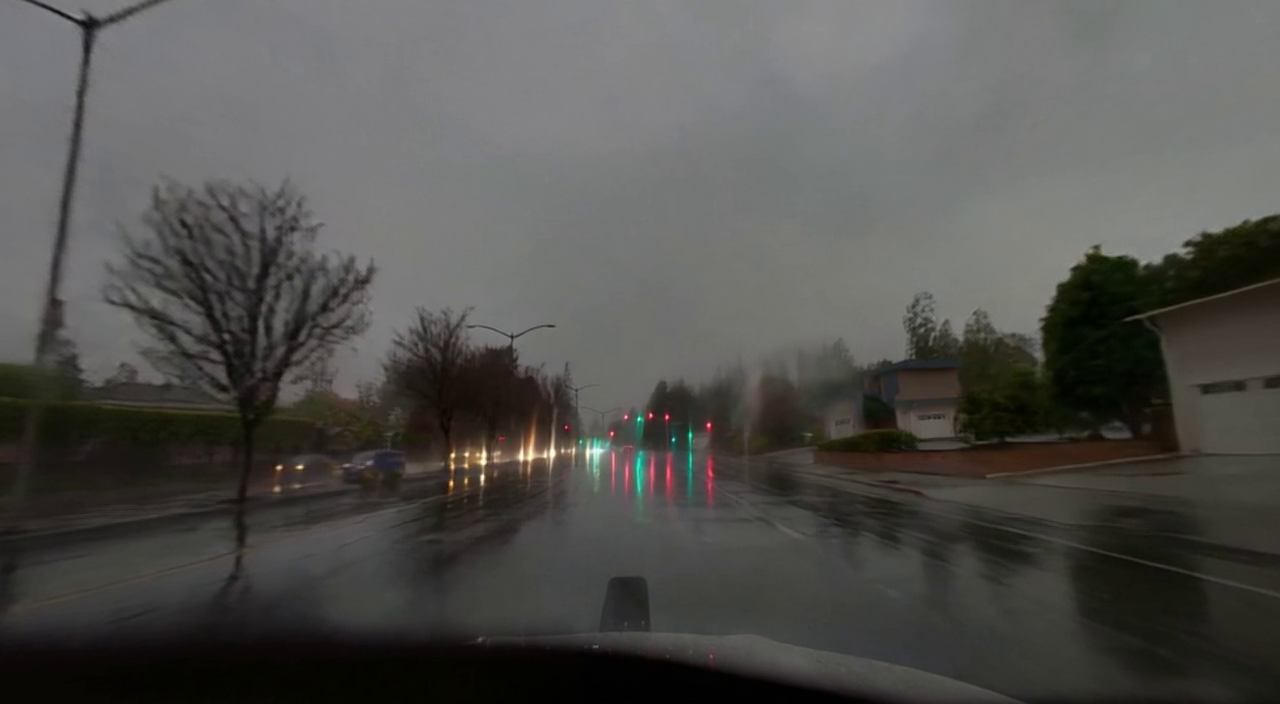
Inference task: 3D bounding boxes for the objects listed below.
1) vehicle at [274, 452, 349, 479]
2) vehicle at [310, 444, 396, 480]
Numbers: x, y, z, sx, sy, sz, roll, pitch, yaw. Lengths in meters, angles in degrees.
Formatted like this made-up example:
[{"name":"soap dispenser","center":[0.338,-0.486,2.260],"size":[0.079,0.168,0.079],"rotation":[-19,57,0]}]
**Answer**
[{"name":"vehicle","center":[-20.640,7.134,39.838],"size":[2.062,1.504,4.877],"rotation":[0,-9,0]},{"name":"vehicle","center":[-13.146,5.039,29.162],"size":[1.994,1.518,4.072],"rotation":[0,-9,1]}]
